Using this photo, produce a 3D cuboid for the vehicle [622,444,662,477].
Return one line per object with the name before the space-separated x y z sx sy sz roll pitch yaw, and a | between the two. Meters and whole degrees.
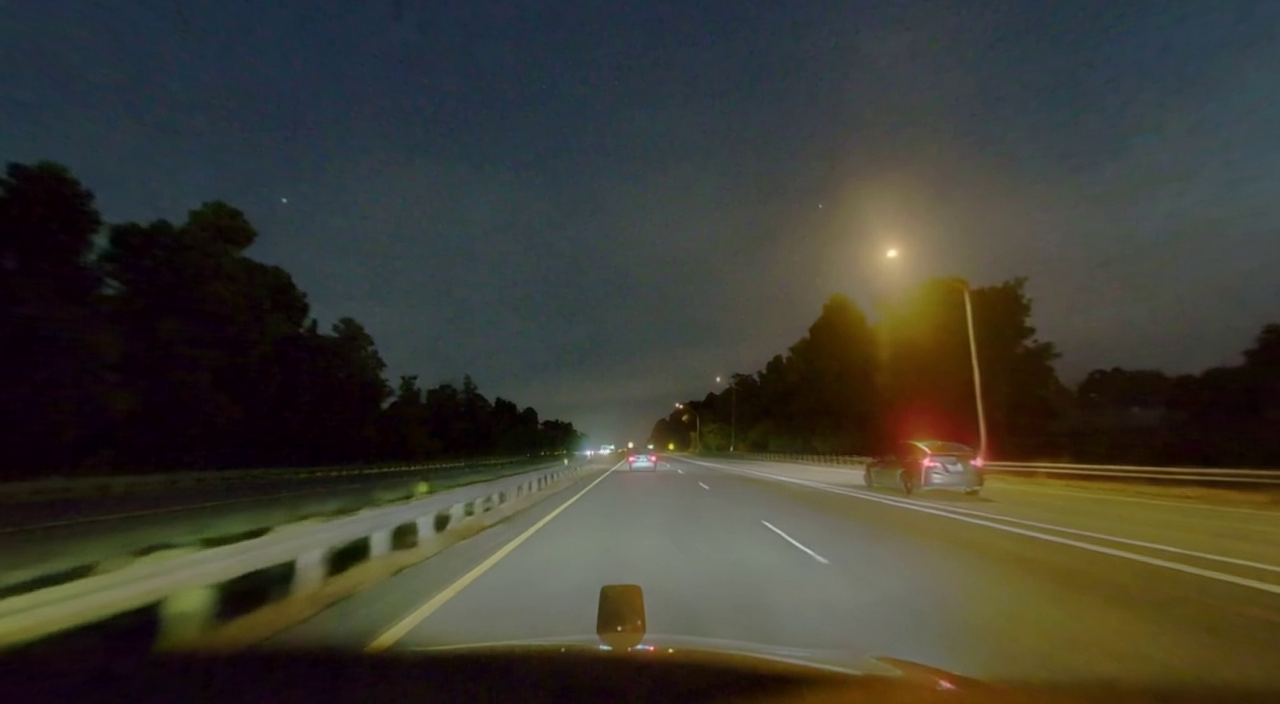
vehicle | 0.069 5.770 33.615 1.987 1.658 3.620 0 -9 -1
